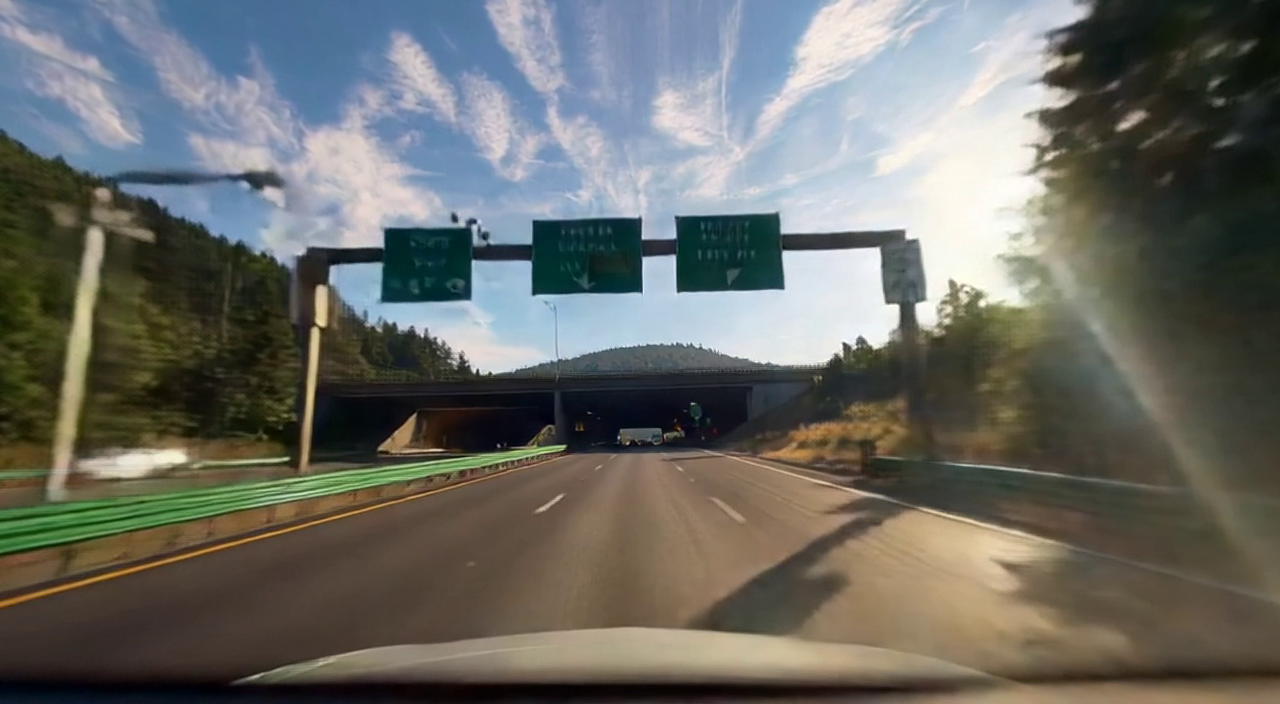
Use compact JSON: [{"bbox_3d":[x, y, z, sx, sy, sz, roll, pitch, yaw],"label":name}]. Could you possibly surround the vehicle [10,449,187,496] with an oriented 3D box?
[{"bbox_3d":[-19.139,4.234,22.661,2.167,1.427,4.906,0,-8,-3],"label":"vehicle"}]
